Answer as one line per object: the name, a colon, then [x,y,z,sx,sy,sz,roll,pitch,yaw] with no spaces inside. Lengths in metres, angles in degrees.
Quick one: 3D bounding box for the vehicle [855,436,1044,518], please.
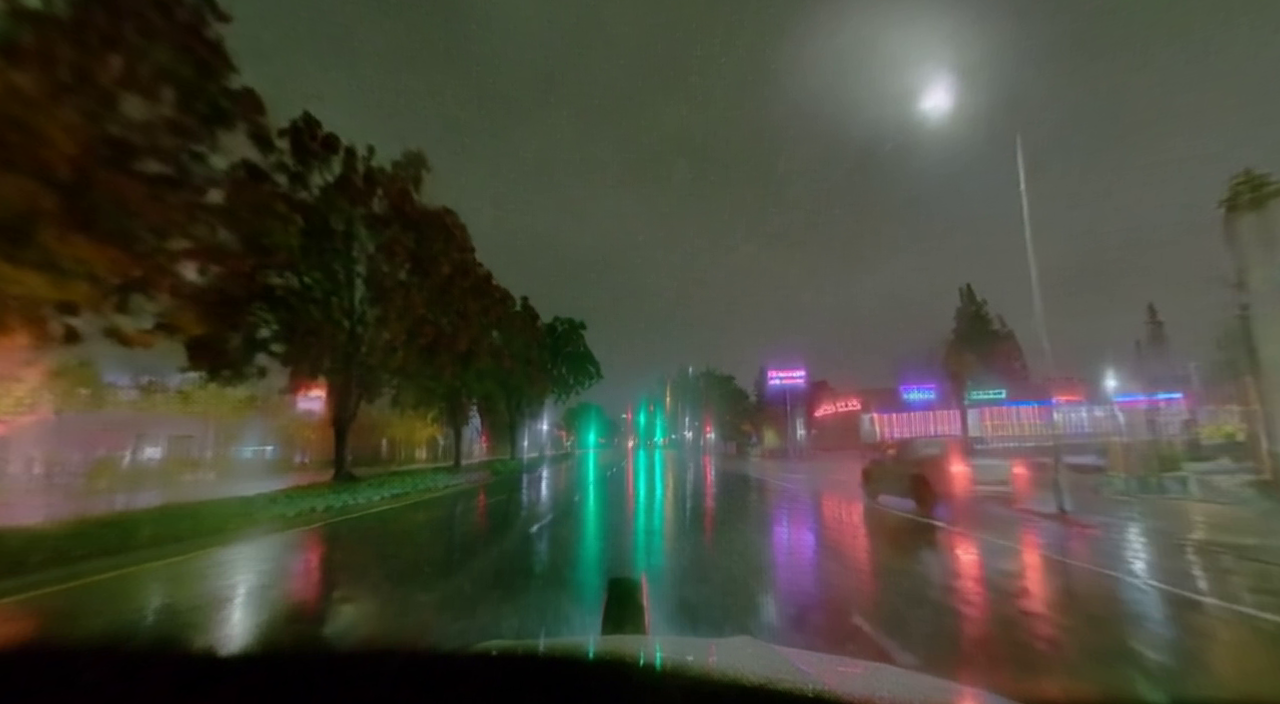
vehicle: [6.618,2.675,14.210,1.923,1.498,4.676,1,-8,0]
